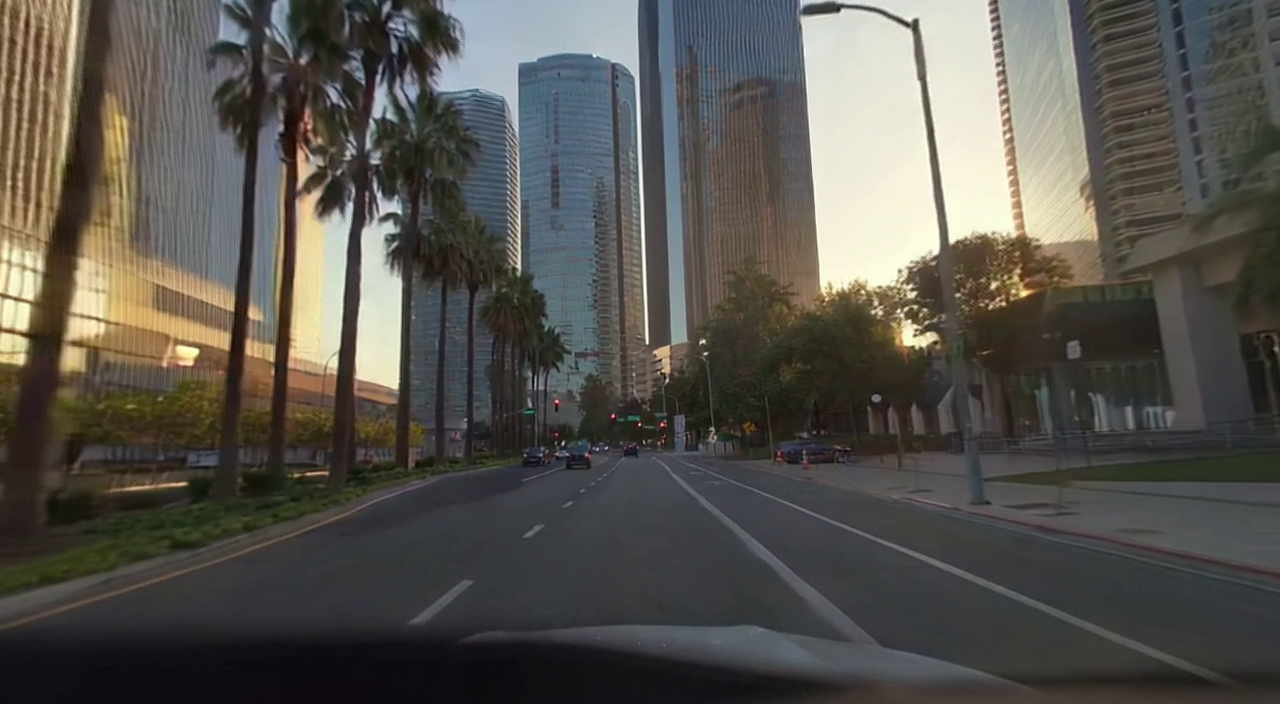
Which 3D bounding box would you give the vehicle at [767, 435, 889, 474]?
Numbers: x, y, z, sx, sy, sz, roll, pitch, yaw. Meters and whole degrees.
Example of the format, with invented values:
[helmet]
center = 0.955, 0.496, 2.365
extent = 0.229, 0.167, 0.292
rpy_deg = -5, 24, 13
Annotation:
[vehicle]
center = 8.513, 4.697, 29.024
extent = 4.871, 1.708, 2.144
rpy_deg = 0, -9, -2
